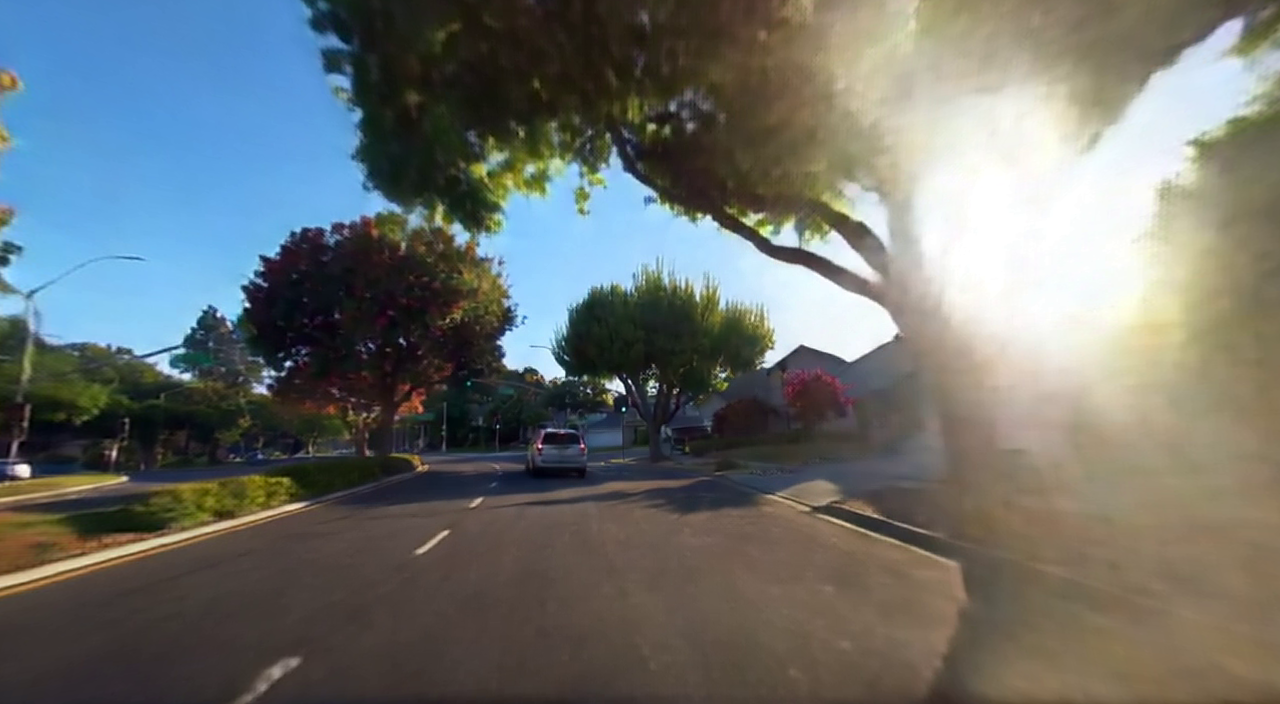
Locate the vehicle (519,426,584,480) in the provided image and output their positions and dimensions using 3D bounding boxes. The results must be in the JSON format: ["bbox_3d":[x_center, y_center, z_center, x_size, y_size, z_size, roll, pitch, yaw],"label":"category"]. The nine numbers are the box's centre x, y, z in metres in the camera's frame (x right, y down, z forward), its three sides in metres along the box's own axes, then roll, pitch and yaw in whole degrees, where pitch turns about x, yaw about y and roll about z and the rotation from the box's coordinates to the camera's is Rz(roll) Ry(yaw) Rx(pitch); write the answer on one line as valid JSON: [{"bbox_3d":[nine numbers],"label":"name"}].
[{"bbox_3d":[-3.250,3.570,22.565,1.990,1.707,4.225,1,-9,-11],"label":"vehicle"}]
